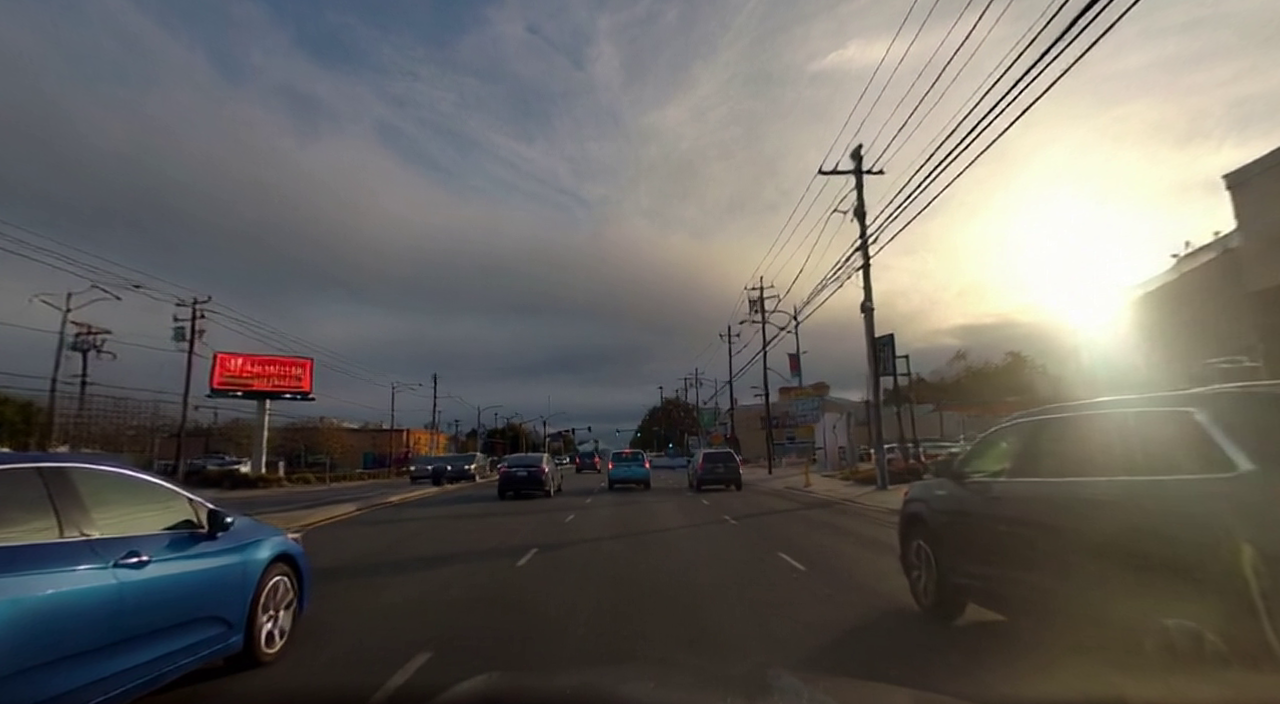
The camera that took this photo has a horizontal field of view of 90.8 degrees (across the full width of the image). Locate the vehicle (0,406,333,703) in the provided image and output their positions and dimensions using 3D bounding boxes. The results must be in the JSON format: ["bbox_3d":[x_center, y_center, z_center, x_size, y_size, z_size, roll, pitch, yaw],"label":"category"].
[{"bbox_3d":[-3.255,0.970,2.342,2.022,1.498,4.471,0,-8,-1],"label":"vehicle"}]

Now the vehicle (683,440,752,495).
[{"bbox_3d":[2.865,4.340,24.194,2.026,1.904,4.102,0,-8,-1],"label":"vehicle"}]

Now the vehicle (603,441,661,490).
[{"bbox_3d":[-0.387,4.855,27.495,2.326,1.925,4.253,0,-8,-1],"label":"vehicle"}]

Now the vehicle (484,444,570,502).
[{"bbox_3d":[-3.514,3.822,20.423,2.051,1.671,3.861,0,-8,0],"label":"vehicle"}]

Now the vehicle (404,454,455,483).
[{"bbox_3d":[-15.188,8.400,45.912,2.086,1.870,4.979,0,-8,-2],"label":"vehicle"}]

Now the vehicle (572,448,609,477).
[{"bbox_3d":[-3.631,8.224,47.401,2.405,2.009,5.909,0,-8,-1],"label":"vehicle"}]

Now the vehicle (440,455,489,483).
[{"bbox_3d":[-11.436,7.627,41.438,2.020,1.633,4.462,0,-8,-2],"label":"vehicle"}]

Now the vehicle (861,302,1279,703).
[{"bbox_3d":[3.431,1.019,3.891,2.282,1.897,4.915,0,-9,-1],"label":"vehicle"}]
